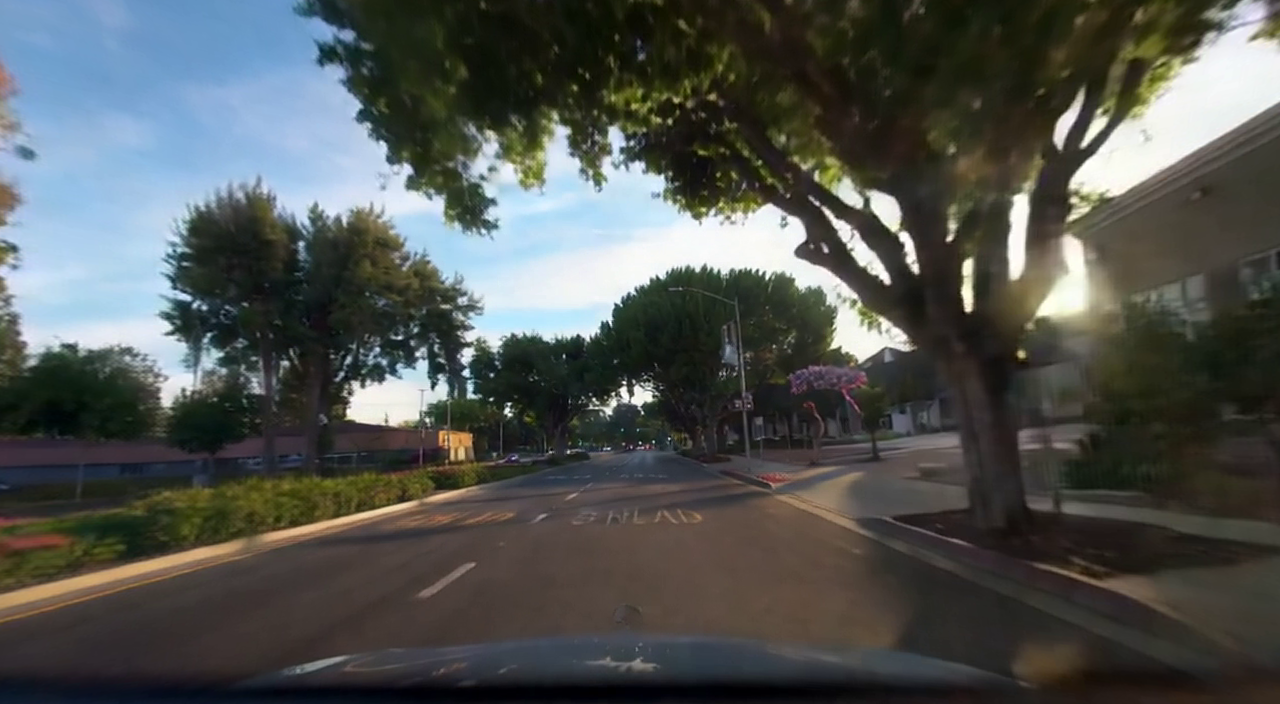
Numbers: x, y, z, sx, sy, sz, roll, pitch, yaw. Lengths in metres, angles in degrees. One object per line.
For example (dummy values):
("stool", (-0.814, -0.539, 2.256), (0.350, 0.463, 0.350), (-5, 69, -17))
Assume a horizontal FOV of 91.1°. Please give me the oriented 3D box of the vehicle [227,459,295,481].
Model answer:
("vehicle", (-27.721, 8.634, 45.974), (3.797, 1.527, 1.830), (0, -9, 1))
